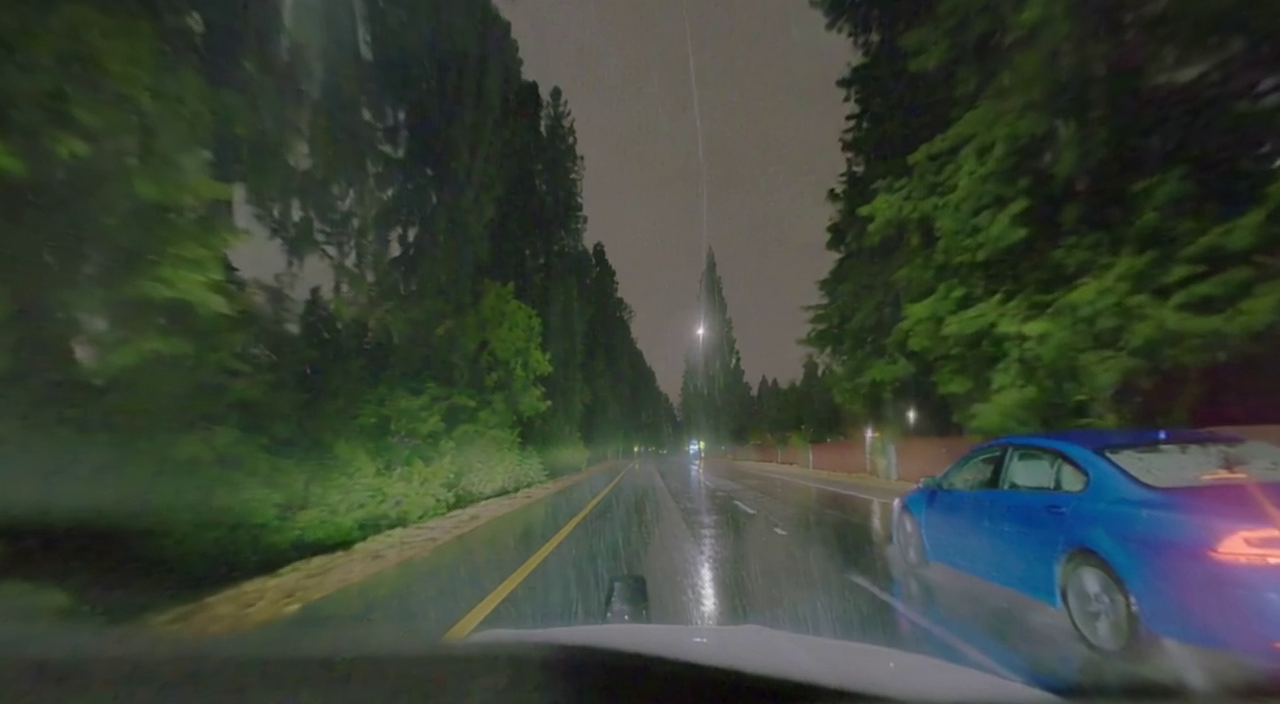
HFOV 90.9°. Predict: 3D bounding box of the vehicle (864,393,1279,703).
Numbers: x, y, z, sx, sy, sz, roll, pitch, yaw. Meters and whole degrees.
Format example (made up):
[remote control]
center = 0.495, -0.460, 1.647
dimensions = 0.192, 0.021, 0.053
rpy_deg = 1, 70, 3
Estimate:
[vehicle]
center = 3.682, 1.280, 4.937
dimensions = 2.061, 1.503, 4.823
rpy_deg = 0, -9, 0
